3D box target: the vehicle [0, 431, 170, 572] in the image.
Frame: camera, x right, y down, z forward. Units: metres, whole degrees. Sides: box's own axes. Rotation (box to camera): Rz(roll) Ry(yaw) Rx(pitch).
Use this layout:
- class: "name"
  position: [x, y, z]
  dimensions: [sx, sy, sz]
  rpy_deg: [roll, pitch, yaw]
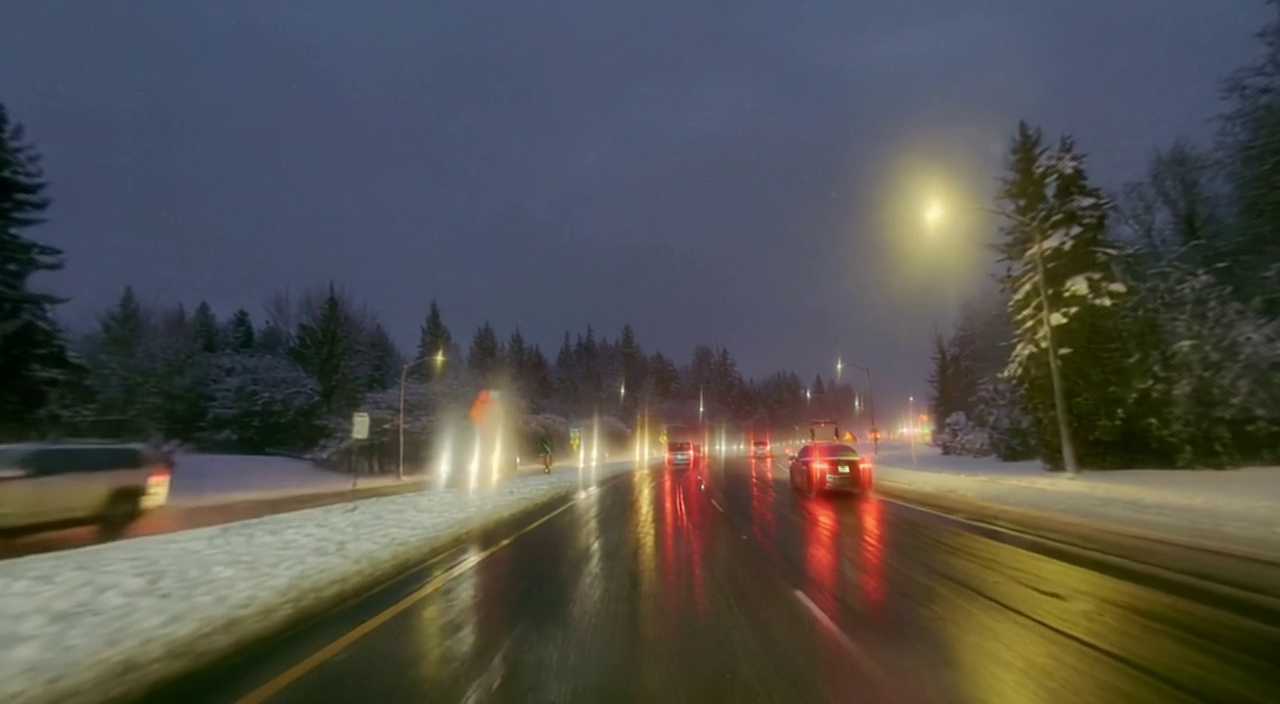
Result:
- class: "vehicle"
  position: [-9.186, 1.977, 8.507]
  dimensions: [2.151, 1.770, 4.512]
  rpy_deg: [0, -9, 1]

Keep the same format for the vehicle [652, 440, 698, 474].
- class: "vehicle"
  position: [1.960, 5.611, 33.837]
  dimensions: [2.201, 1.676, 4.541]
  rpy_deg: [-1, -9, 6]

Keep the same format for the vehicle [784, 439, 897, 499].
- class: "vehicle"
  position: [5.511, 3.262, 17.999]
  dimensions: [2.044, 1.474, 4.083]
  rpy_deg: [-1, -9, 3]

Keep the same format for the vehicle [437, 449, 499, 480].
- class: "vehicle"
  position: [-10.126, 6.636, 37.491]
  dimensions: [2.032, 1.657, 4.271]
  rpy_deg: [-1, -9, 7]
